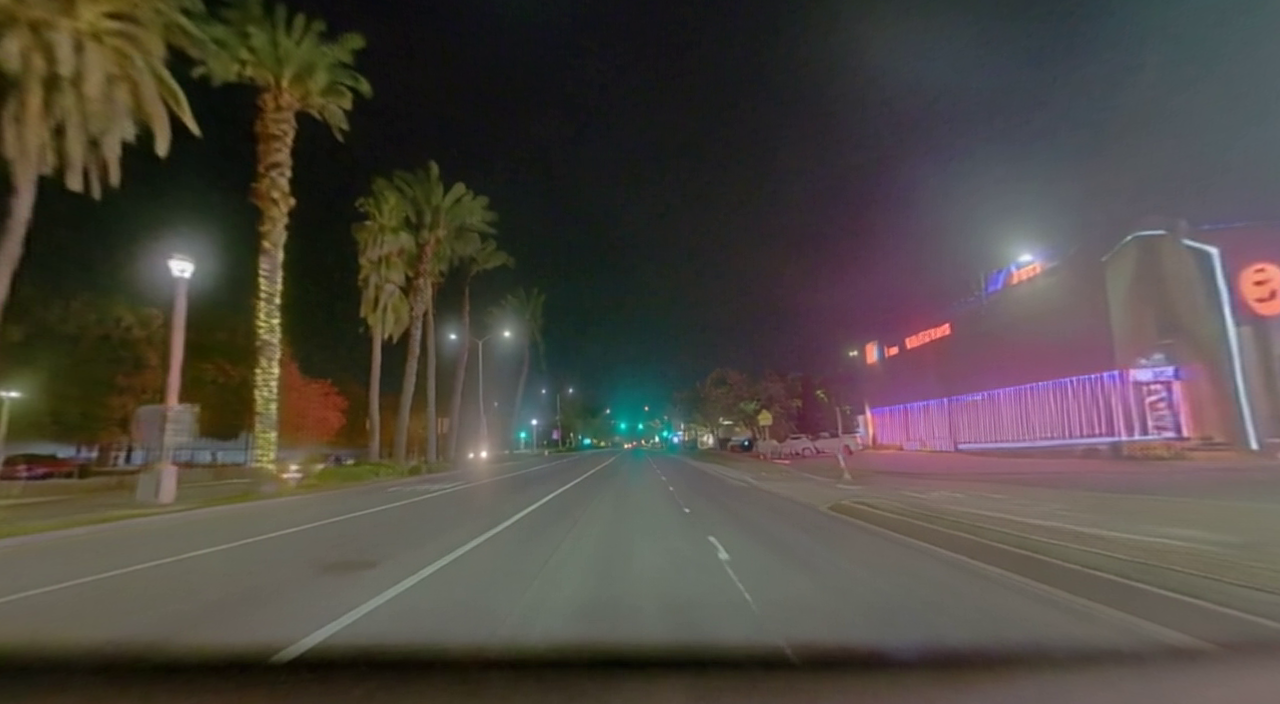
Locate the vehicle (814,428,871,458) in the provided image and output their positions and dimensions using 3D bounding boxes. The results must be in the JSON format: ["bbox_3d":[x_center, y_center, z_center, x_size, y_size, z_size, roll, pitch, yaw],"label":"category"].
[{"bbox_3d":[12.454,5.675,39.213,1.909,1.686,4.670,0,-9,0],"label":"vehicle"}]

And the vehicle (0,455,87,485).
[{"bbox_3d":[-37.183,7.118,38.205,5.410,1.633,2.366,7,-11,-39],"label":"vehicle"}]

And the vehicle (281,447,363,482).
[{"bbox_3d":[-16.674,5.873,33.370,1.876,1.460,4.483,-4,-7,3],"label":"vehicle"}]
